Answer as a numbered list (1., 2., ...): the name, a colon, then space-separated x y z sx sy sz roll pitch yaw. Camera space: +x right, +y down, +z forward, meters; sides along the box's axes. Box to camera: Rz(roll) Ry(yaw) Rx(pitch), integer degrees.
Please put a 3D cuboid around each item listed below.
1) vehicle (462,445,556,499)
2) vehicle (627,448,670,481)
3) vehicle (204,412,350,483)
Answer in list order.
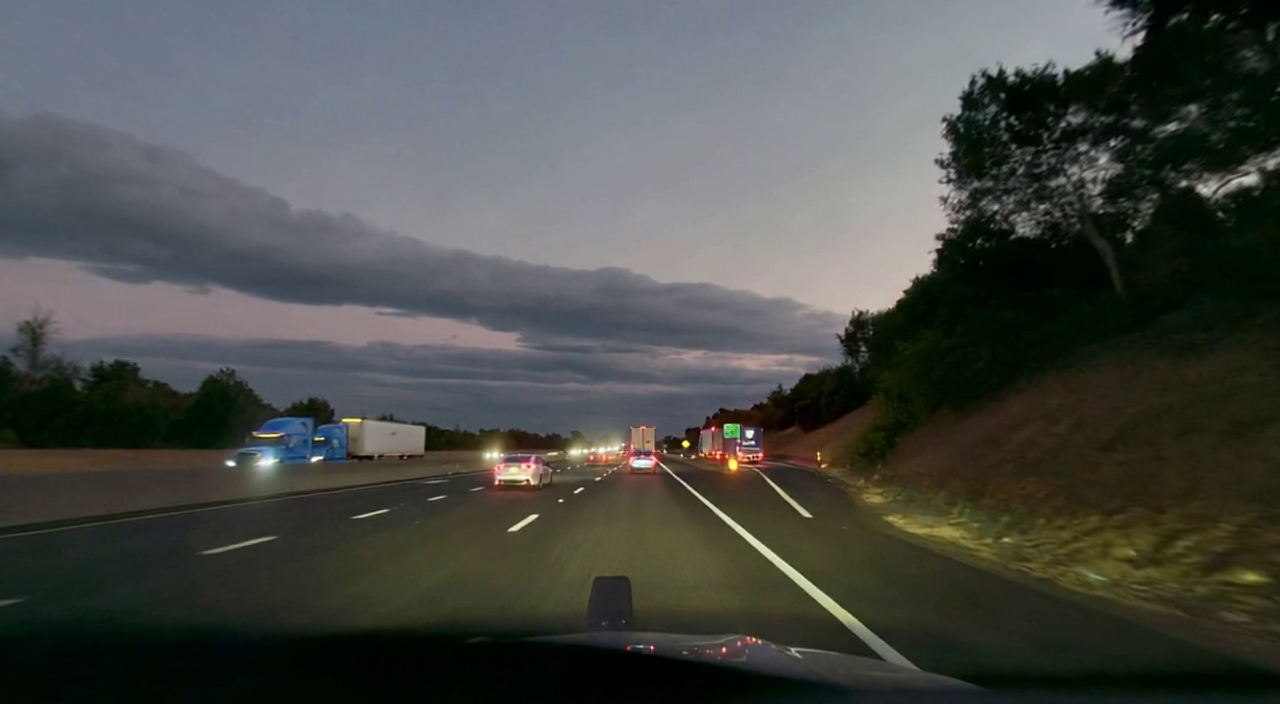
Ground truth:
1. vehicle: -4.040 3.779 20.212 2.018 1.504 4.431 0 -9 1
2. vehicle: 0.395 5.463 30.774 1.991 1.507 3.391 0 -9 0
3. vehicle: -19.254 5.202 34.273 2.919 3.409 8.090 0 -9 1
